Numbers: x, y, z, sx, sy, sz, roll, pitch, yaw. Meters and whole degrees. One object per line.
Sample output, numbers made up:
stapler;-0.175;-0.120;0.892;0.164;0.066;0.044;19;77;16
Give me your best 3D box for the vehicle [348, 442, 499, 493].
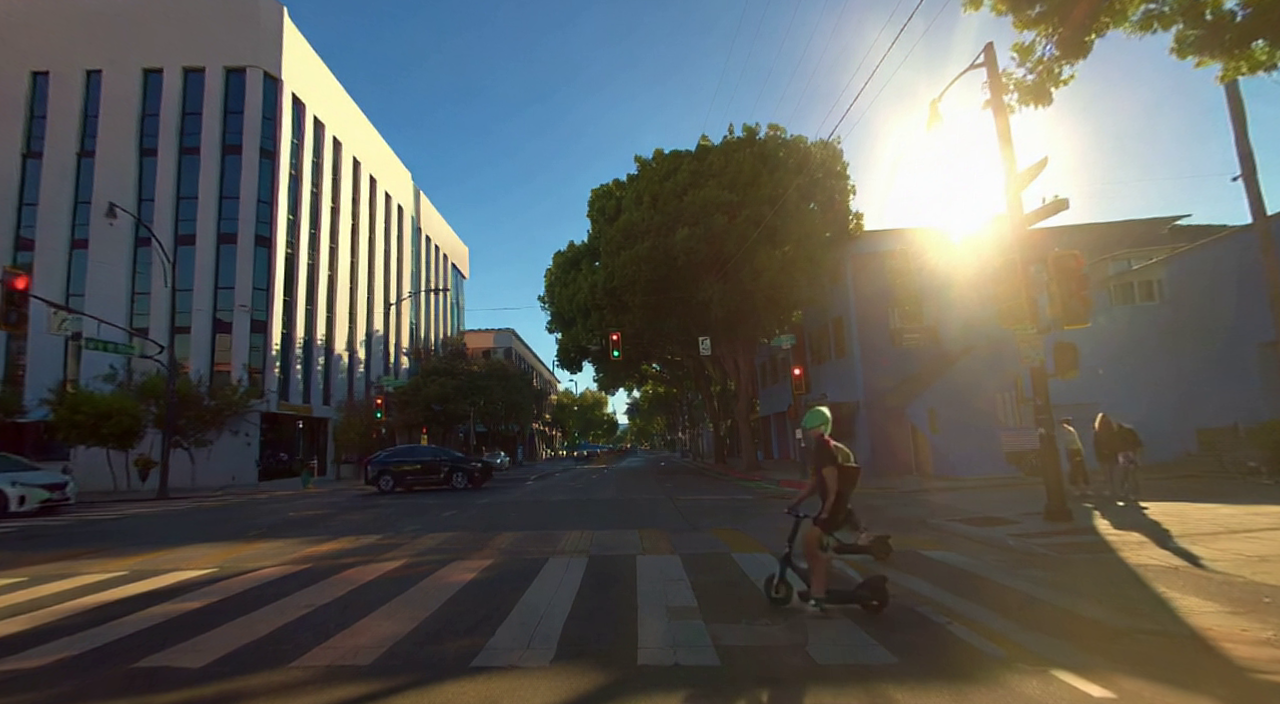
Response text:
vehicle;-7.611;4.014;22.401;4.641;1.616;2.051;5;-10;-34
